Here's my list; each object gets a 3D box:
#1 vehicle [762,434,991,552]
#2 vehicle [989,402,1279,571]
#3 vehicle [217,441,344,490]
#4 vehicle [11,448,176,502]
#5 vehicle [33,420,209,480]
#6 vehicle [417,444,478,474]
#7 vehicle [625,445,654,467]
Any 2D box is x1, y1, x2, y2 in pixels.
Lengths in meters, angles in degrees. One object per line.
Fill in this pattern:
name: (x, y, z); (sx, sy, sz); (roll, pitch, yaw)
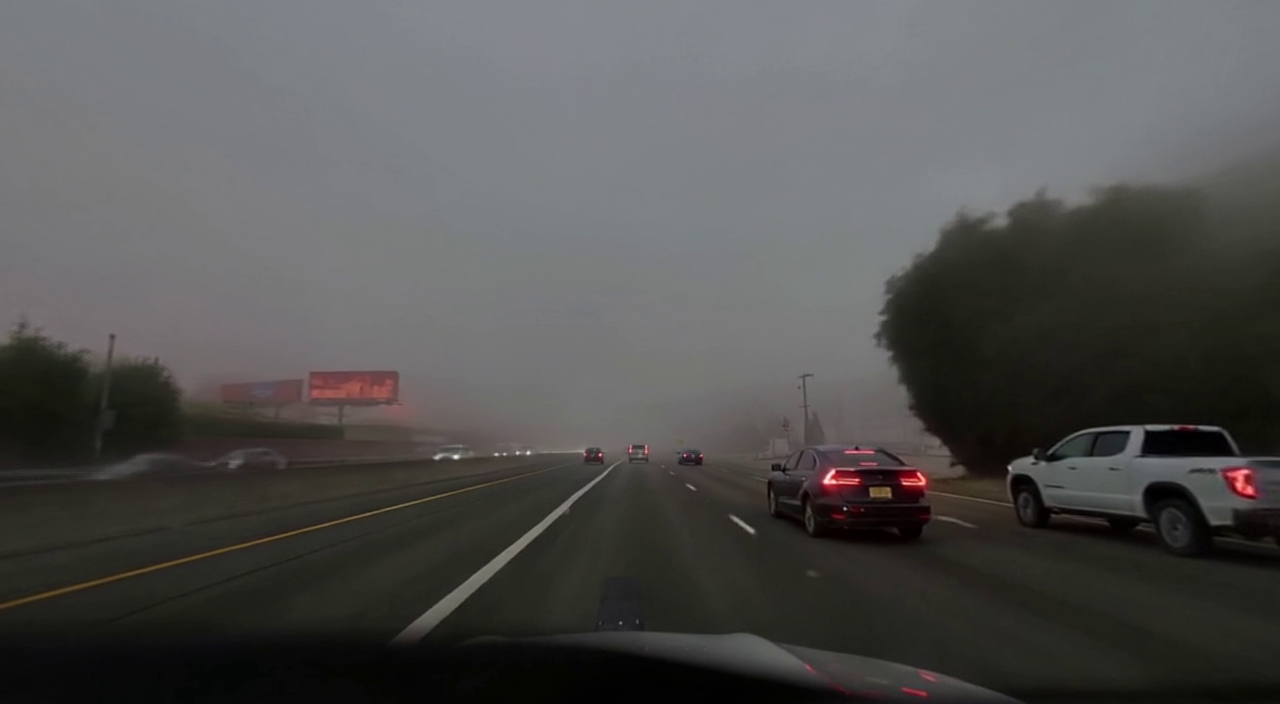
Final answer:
vehicle: (3.529, 2.183, 10.534); (1.987, 1.509, 4.512); (0, -9, -1)
vehicle: (7.624, 1.812, 9.250); (2.176, 1.793, 4.841); (0, -9, -1)
vehicle: (-13.311, 4.214, 23.812); (2.009, 1.635, 4.827); (0, -9, -1)
vehicle: (-17.957, 4.014, 21.080); (1.835, 1.592, 4.076); (0, -9, -1)
vehicle: (-35.883, 6.907, 44.644); (2.924, 3.683, 11.318); (0, -9, -1)
vehicle: (-11.536, 6.424, 38.222); (2.031, 1.625, 5.415); (0, -9, 0)
vehicle: (-0.117, 8.192, 49.895); (2.191, 1.685, 4.015); (0, -9, -1)
